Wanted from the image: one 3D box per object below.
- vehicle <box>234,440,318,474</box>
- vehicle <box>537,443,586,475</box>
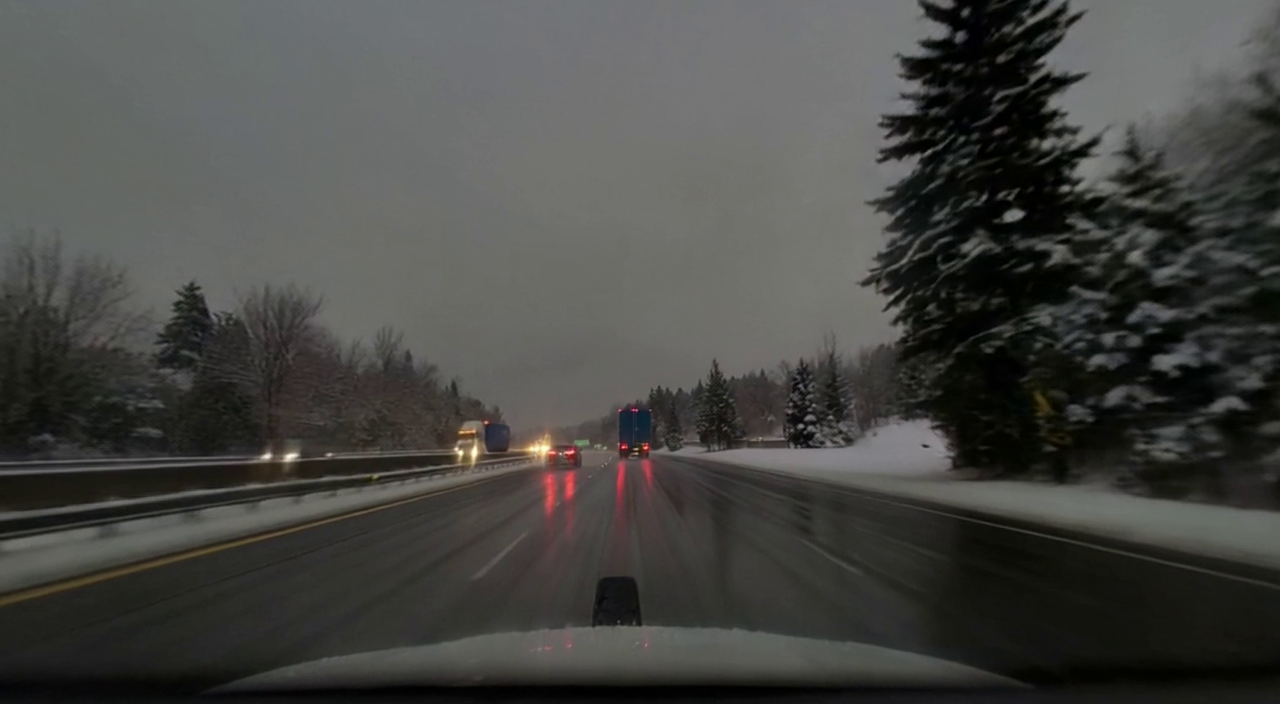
[{"bbox_3d":[-17.340,5.020,30.058,1.784,1.501,3.719,0,-9,0],"label":"vehicle"},{"bbox_3d":[-4.075,5.646,33.281,2.057,1.519,4.372,0,-9,0],"label":"vehicle"}]
